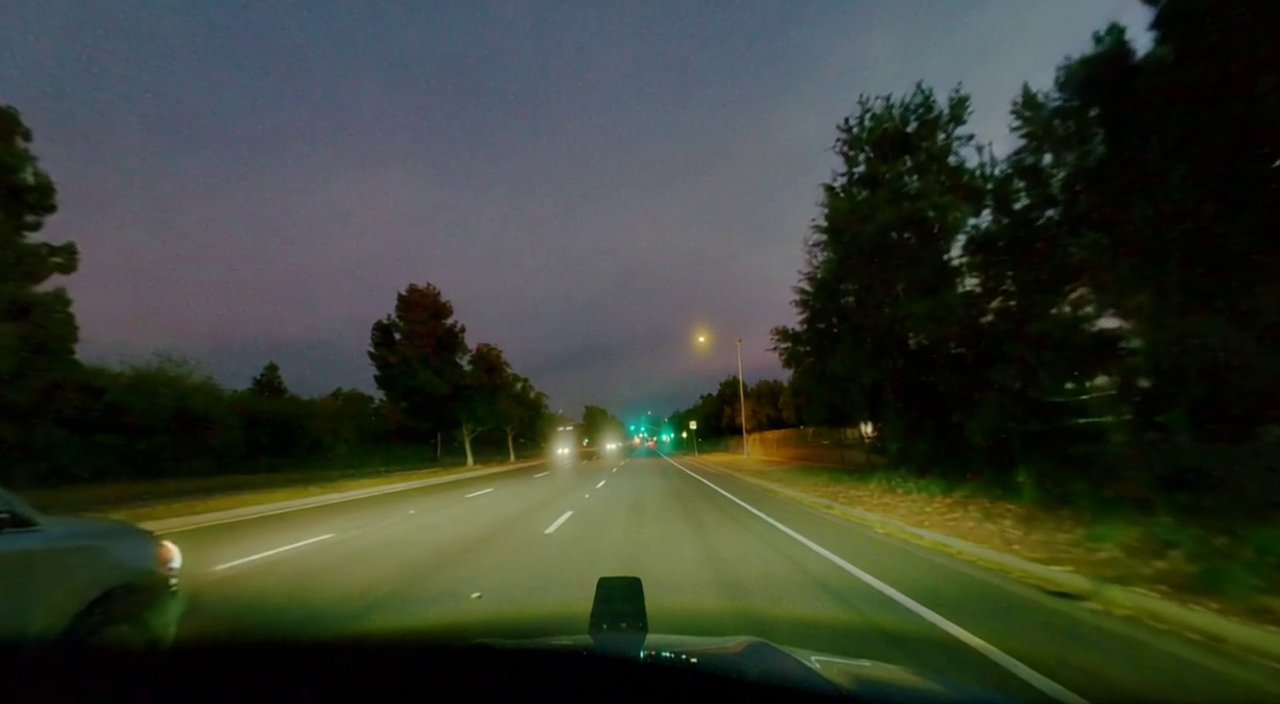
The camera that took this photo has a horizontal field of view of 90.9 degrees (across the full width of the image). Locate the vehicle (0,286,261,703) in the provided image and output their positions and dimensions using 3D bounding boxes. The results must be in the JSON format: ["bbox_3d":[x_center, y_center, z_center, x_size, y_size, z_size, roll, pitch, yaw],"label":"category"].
[{"bbox_3d":[-3.246,0.572,1.127,2.160,1.855,4.695,0,-8,0],"label":"vehicle"}]
